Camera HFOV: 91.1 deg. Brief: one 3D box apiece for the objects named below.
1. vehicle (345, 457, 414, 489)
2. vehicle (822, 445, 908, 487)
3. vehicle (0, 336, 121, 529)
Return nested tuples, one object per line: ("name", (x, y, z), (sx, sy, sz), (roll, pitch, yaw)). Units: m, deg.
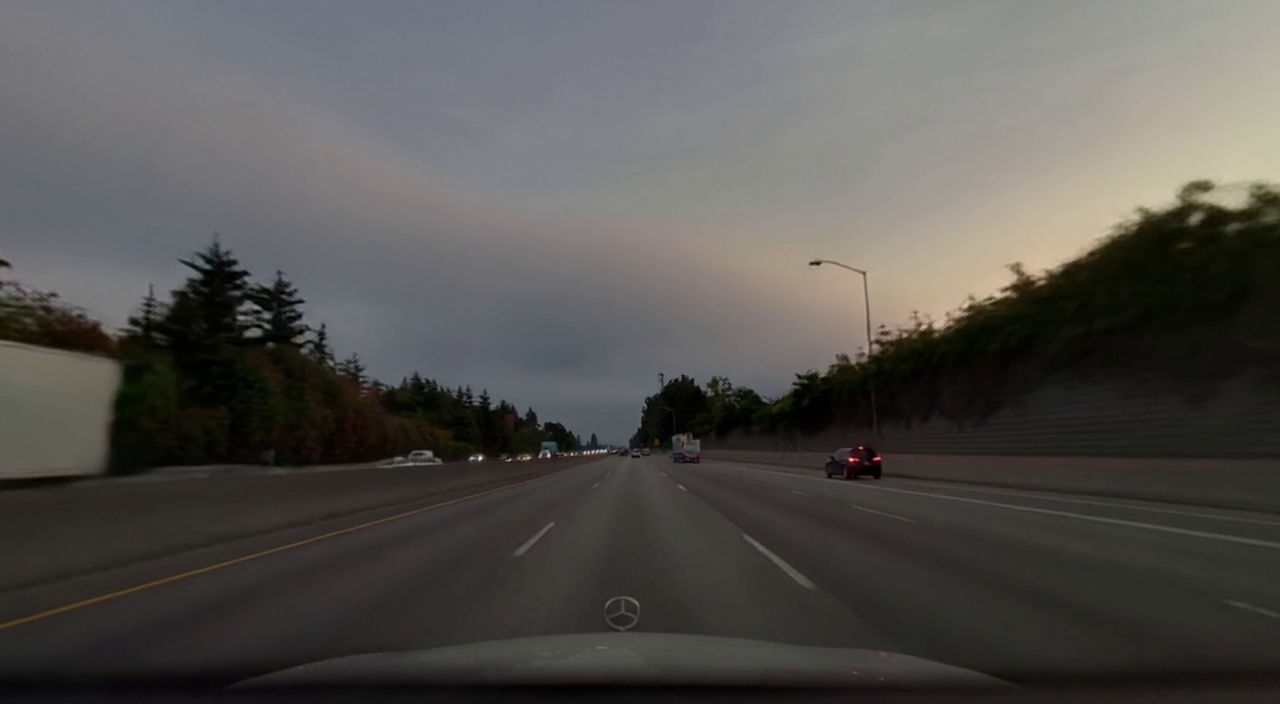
("vehicle", (-13.168, 6.112, 32.077), (1.802, 1.459, 4.061), (0, -9, 0))
("vehicle", (9.720, 4.930, 27.617), (1.950, 1.632, 4.845), (0, -9, 0))
("vehicle", (-16.481, 1.226, 10.337), (3.679, 4.369, 14.373), (0, -9, 0))
